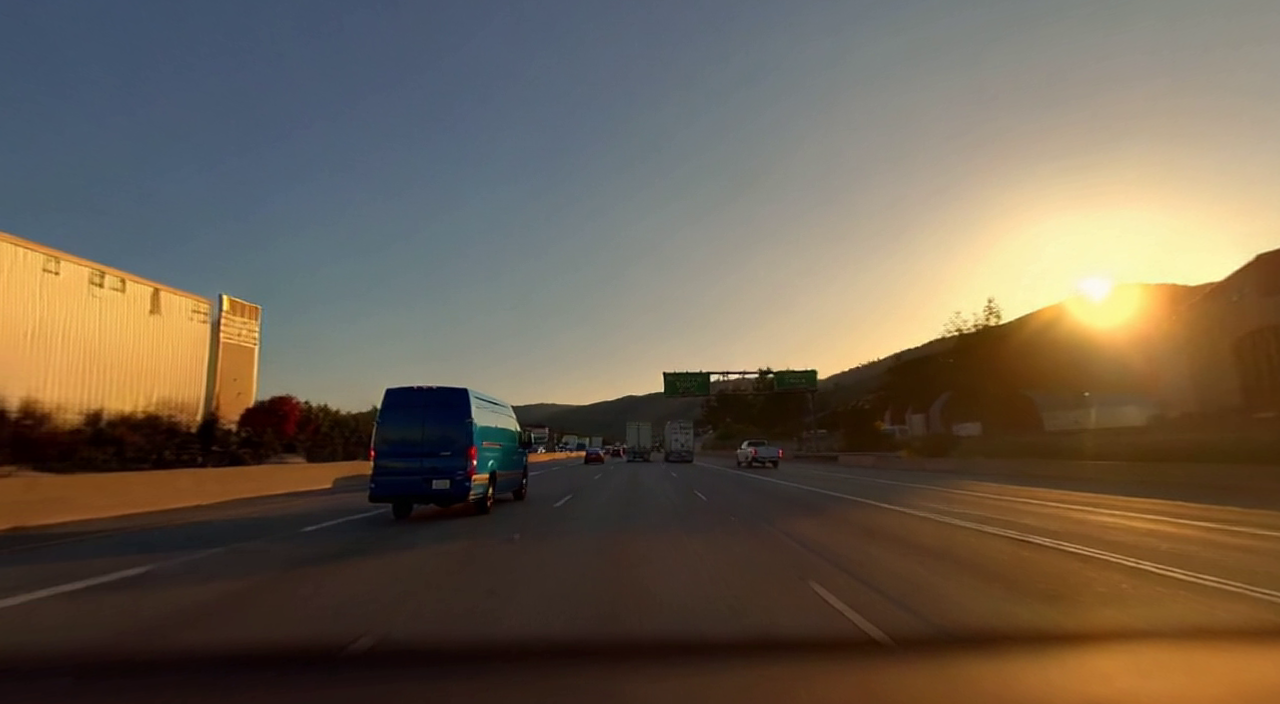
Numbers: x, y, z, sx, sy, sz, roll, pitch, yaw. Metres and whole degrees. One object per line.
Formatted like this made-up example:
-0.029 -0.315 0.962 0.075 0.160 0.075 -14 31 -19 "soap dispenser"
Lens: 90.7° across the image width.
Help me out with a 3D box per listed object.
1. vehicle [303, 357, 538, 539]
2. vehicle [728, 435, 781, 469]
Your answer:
-3.999 1.989 13.405 2.557 2.855 6.674 0 -8 0 "vehicle"
6.989 6.216 39.373 2.216 1.918 5.742 0 -8 0 "vehicle"
